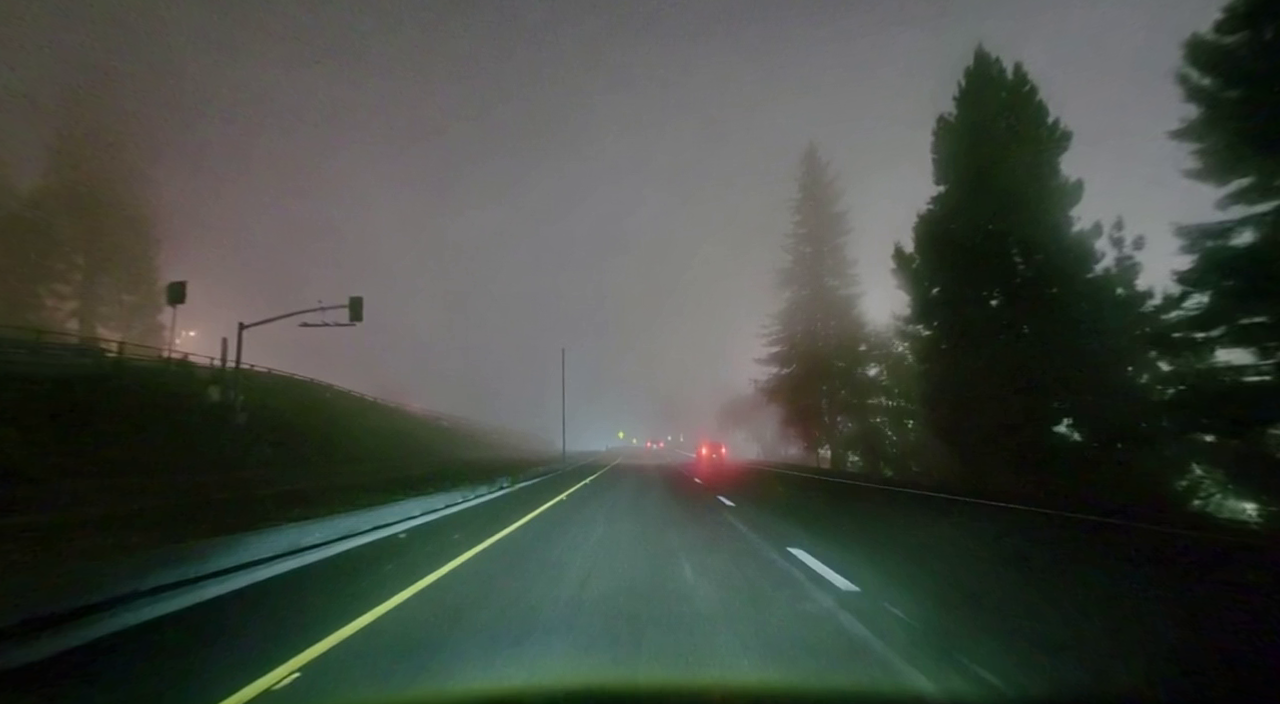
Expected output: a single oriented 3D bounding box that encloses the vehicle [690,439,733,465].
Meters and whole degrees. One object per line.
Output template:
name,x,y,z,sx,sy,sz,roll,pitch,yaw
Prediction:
vehicle,4.283,6.086,38.519,2.042,1.518,4.477,0,-9,-1
